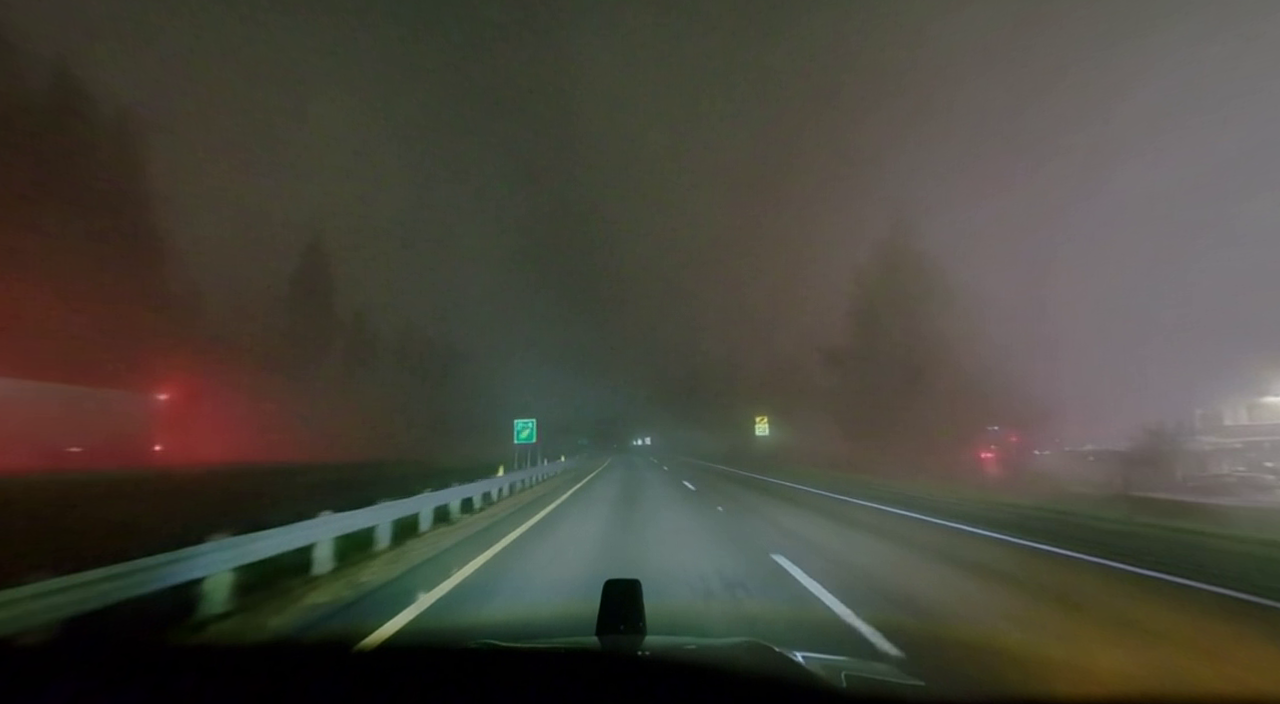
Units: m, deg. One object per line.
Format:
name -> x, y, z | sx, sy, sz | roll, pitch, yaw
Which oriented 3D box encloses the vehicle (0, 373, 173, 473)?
vehicle -> -28.477, 3.175, 27.709 | 2.960, 4.169, 16.960 | 0, -8, 0
